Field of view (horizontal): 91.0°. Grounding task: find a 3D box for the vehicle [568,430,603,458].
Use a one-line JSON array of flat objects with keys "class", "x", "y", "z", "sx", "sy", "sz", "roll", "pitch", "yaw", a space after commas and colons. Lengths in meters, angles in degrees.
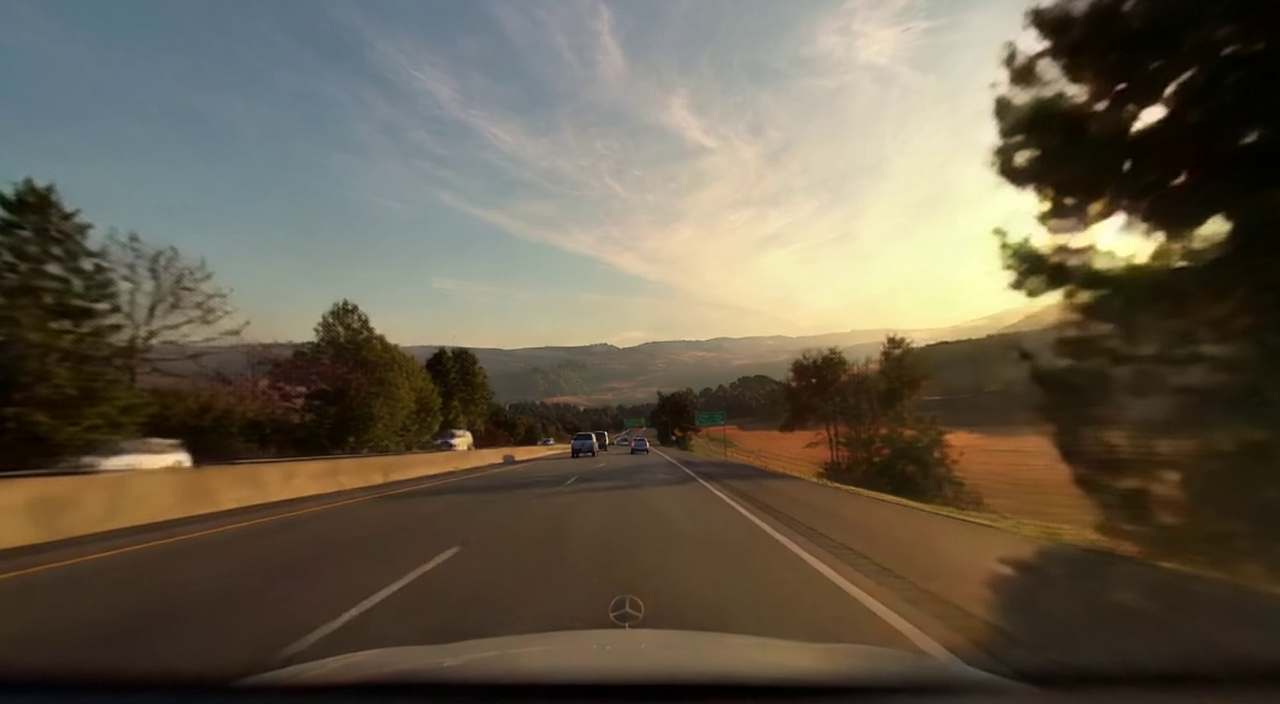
[{"class": "vehicle", "x": -4.072, "y": 7.015, "z": 48.050, "sx": 2.241, "sy": 2.034, "sz": 4.890, "roll": 0, "pitch": -8, "yaw": 0}]
